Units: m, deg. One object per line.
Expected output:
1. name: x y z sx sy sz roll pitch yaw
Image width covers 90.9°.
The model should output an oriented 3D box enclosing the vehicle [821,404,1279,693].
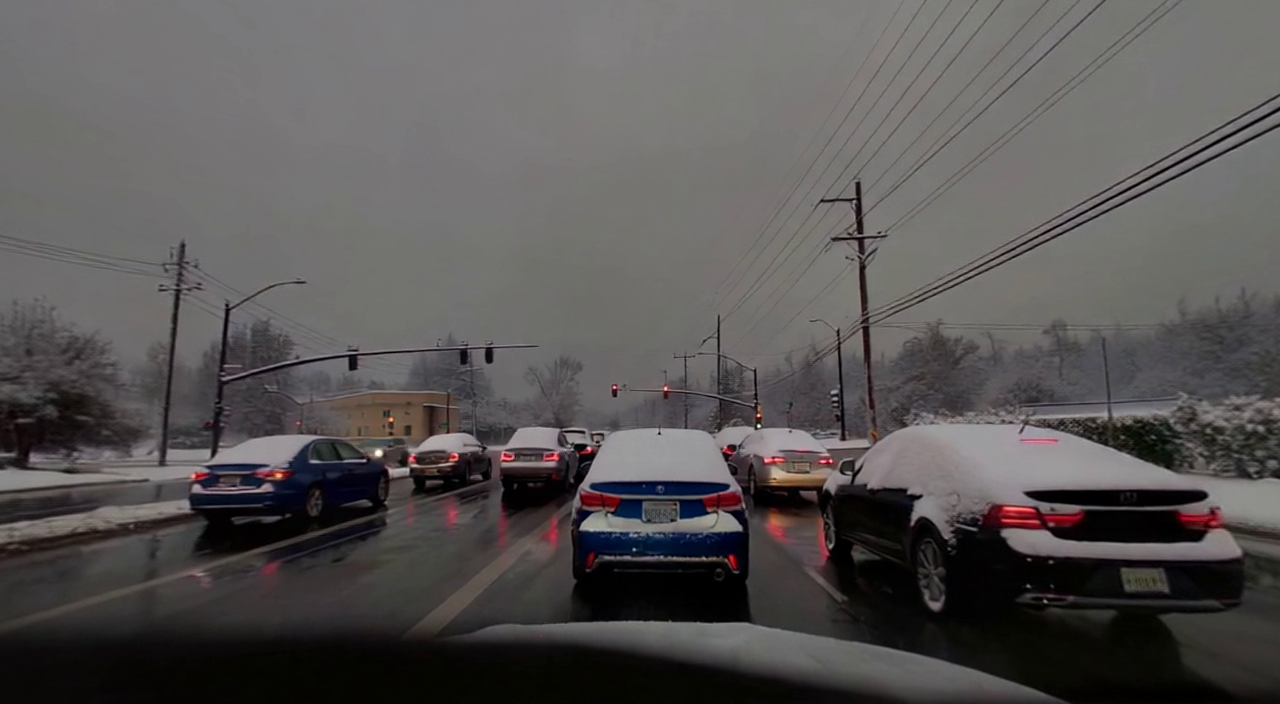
1. vehicle: 3.133 1.344 5.487 1.870 1.523 4.096 0 -8 0

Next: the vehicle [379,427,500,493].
1. vehicle: -6.277 3.447 20.541 2.070 1.824 5.196 -1 -8 2

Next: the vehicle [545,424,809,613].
1. vehicle: 0.301 1.625 7.094 2.109 1.483 3.964 0 -8 0

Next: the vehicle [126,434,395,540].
1. vehicle: -6.418 2.294 11.500 1.955 1.497 4.639 -1 -8 1
